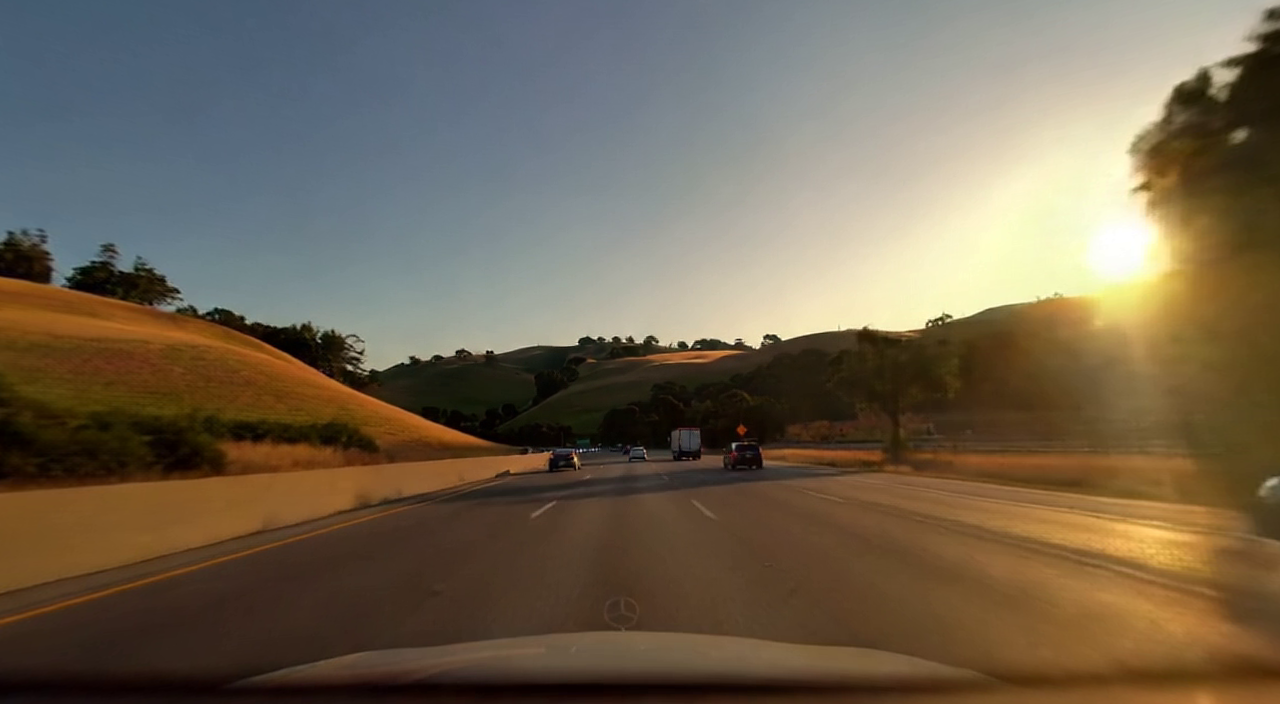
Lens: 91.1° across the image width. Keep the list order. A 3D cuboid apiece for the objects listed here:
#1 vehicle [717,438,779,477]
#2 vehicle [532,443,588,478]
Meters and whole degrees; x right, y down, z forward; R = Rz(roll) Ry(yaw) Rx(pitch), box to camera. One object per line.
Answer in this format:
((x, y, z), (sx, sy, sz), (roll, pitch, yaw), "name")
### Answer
((4.952, 4.933, 29.629), (2.069, 1.625, 4.832), (0, -9, 0), "vehicle")
((-3.823, 5.296, 30.910), (2.160, 1.530, 4.500), (0, -9, 0), "vehicle")
